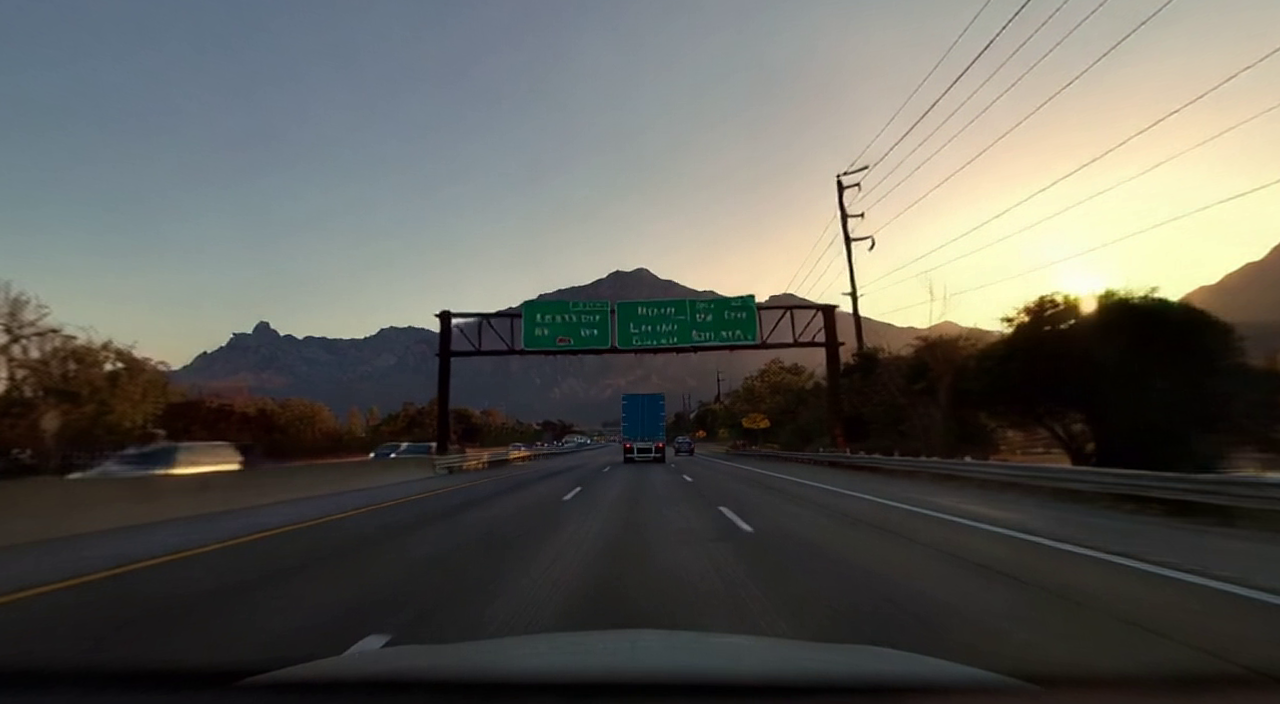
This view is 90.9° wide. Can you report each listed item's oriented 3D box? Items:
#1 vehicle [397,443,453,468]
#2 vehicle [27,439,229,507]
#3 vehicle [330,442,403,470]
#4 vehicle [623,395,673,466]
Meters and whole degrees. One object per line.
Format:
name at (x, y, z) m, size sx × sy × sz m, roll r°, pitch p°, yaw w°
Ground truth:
vehicle at (-15.885, 7.644, 46.948) m, size 2.048 × 1.702 × 6.079 m, roll 0°, pitch -8°, yaw 1°
vehicle at (-15.967, 3.751, 20.165) m, size 2.107 × 1.872 × 5.115 m, roll 0°, pitch -8°, yaw 0°
vehicle at (-20.000, 7.619, 46.413) m, size 3.060 × 1.932 × 5.089 m, roll -1°, pitch -8°, yaw 0°
vehicle at (0.369, 5.418, 42.642) m, size 2.919 × 4.101 × 11.541 m, roll 0°, pitch -8°, yaw -1°
